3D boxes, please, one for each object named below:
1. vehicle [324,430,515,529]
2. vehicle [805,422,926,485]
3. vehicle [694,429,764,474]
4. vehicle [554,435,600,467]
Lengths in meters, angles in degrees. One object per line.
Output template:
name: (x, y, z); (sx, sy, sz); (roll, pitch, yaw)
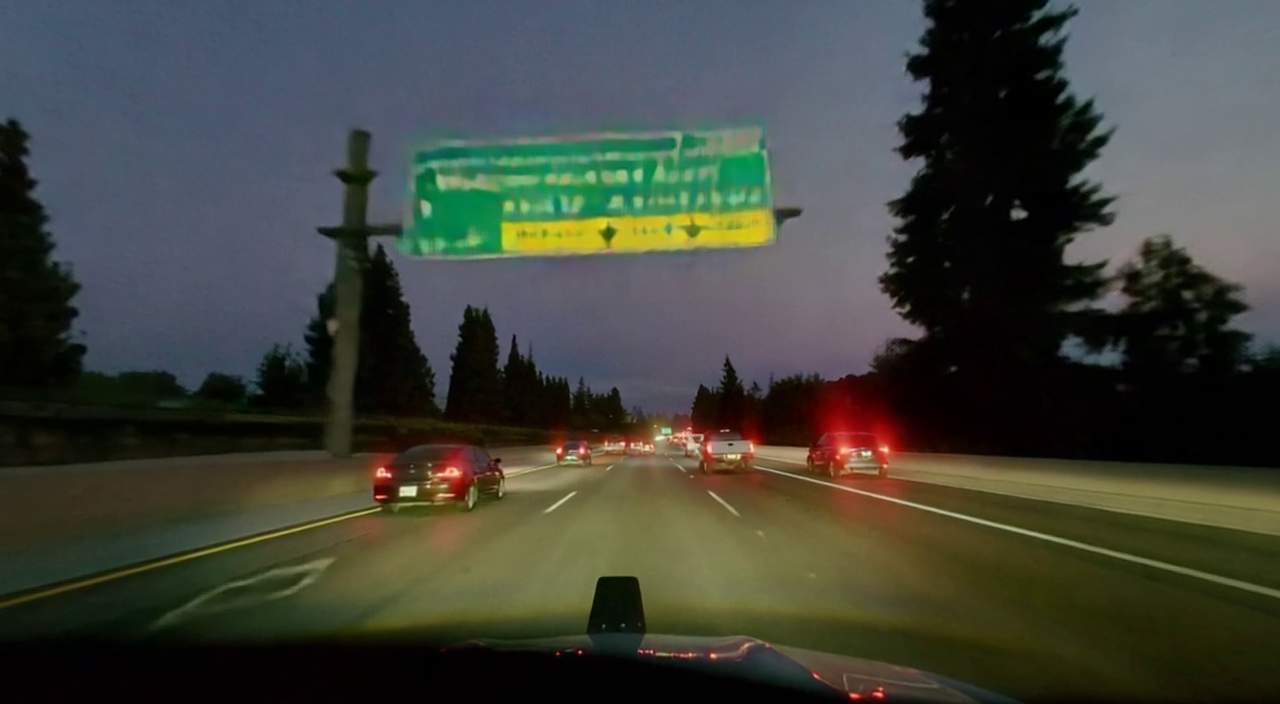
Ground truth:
vehicle: (-3.737, 2.231, 11.593); (1.978, 1.473, 4.073); (0, -8, 1)
vehicle: (7.908, 3.637, 22.903); (2.291, 1.968, 5.662); (0, -8, 0)
vehicle: (4.137, 4.762, 30.427); (2.517, 1.935, 5.552); (0, -8, -1)
vehicle: (-3.371, 5.411, 34.489); (2.020, 1.628, 4.248); (0, -8, 1)
